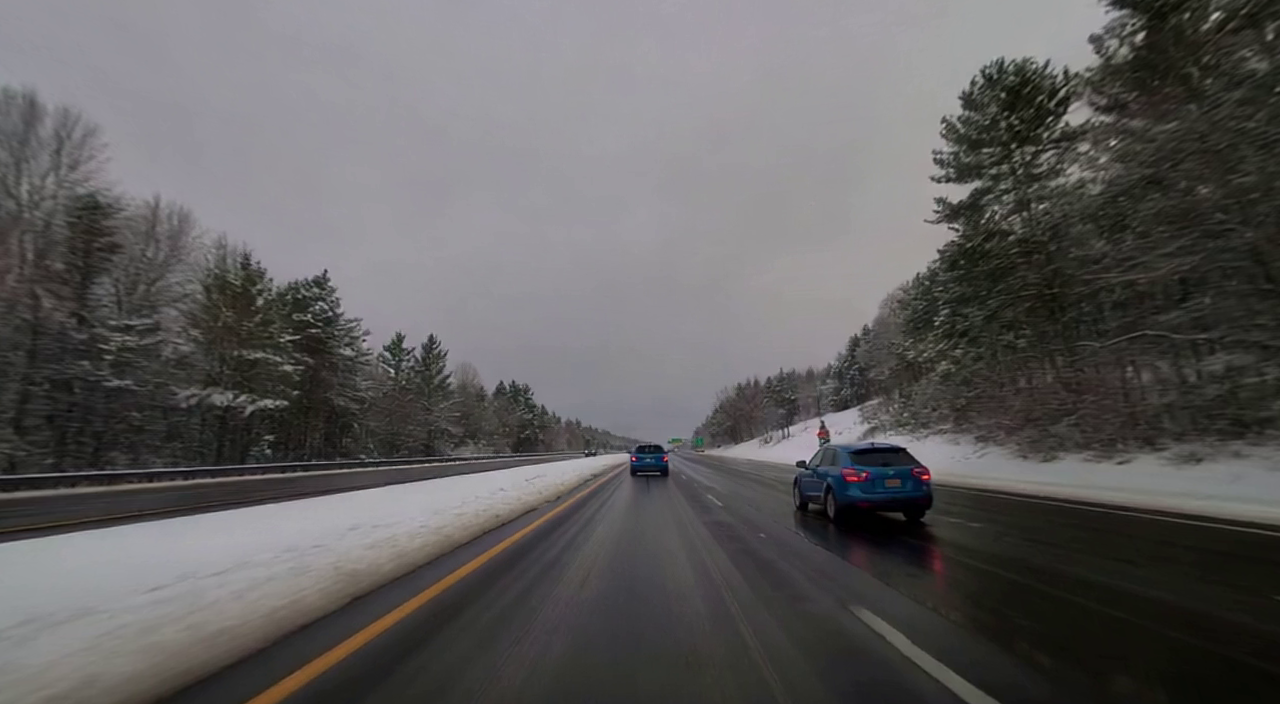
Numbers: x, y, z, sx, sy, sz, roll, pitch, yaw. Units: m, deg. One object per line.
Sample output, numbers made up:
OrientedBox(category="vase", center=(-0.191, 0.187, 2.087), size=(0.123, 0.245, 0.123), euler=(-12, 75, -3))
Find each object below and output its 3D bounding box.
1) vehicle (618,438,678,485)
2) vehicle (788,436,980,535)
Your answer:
OrientedBox(category="vehicle", center=(0.314, 4.365, 25.379), size=(2.190, 1.706, 4.062), euler=(0, -9, 1))
OrientedBox(category="vehicle", center=(4.288, 2.405, 11.956), size=(1.864, 1.489, 4.379), euler=(0, -9, 0))
